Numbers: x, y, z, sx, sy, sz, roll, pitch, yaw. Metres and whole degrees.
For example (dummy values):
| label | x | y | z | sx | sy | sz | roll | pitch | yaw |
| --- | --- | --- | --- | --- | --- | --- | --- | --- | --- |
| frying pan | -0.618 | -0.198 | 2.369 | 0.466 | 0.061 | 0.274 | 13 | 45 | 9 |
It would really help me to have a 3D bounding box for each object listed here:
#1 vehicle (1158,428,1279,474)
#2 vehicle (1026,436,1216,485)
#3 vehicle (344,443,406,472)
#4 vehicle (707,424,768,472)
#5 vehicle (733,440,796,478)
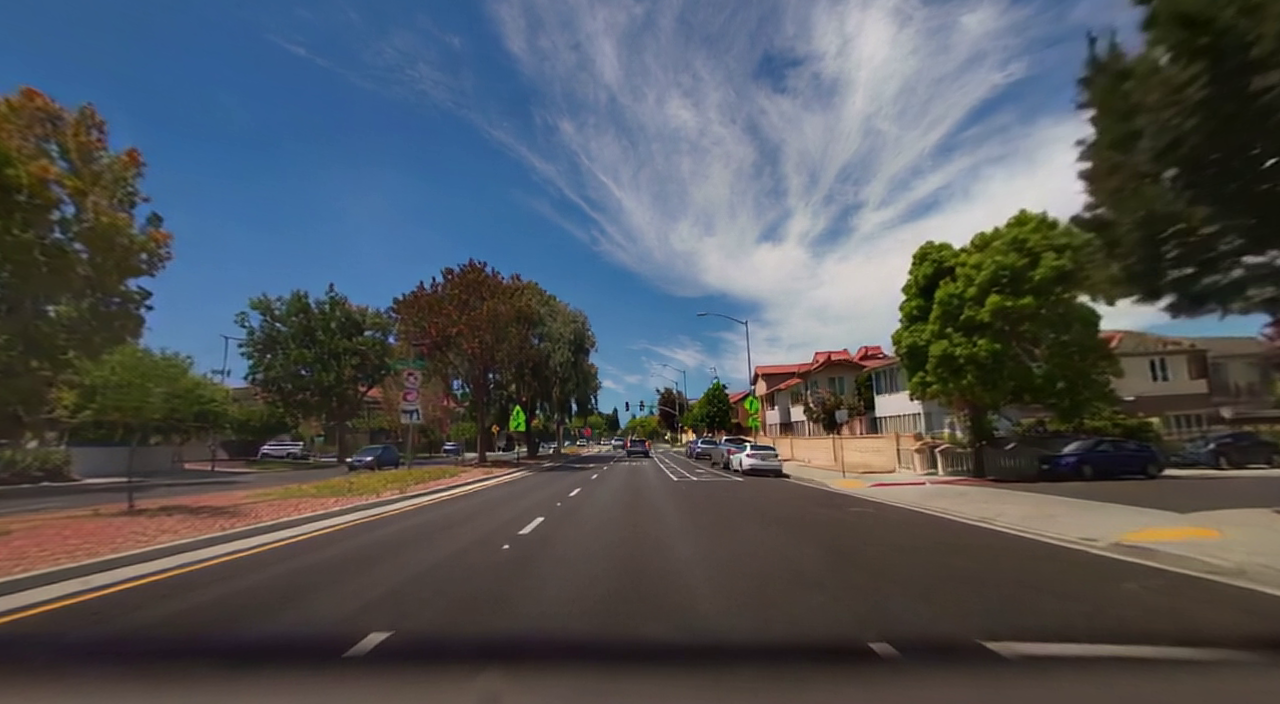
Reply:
| label | x | y | z | sx | sy | sz | roll | pitch | yaw |
| --- | --- | --- | --- | --- | --- | --- | --- | --- | --- |
| vehicle | 23.891 | 4.003 | 25.623 | 1.834 | 1.674 | 4.458 | 0 | -9 | -2 |
| vehicle | 15.641 | 3.542 | 20.753 | 4.565 | 1.463 | 2.084 | 0 | -9 | -2 |
| vehicle | -16.495 | 6.559 | 39.562 | 1.957 | 1.705 | 4.346 | 0 | -9 | 0 |
| vehicle | 5.396 | 5.444 | 35.870 | 2.324 | 2.468 | 6.422 | 0 | -9 | -1 |
| vehicle | 5.679 | 4.941 | 29.372 | 1.940 | 1.584 | 4.553 | 0 | -9 | 0 |
